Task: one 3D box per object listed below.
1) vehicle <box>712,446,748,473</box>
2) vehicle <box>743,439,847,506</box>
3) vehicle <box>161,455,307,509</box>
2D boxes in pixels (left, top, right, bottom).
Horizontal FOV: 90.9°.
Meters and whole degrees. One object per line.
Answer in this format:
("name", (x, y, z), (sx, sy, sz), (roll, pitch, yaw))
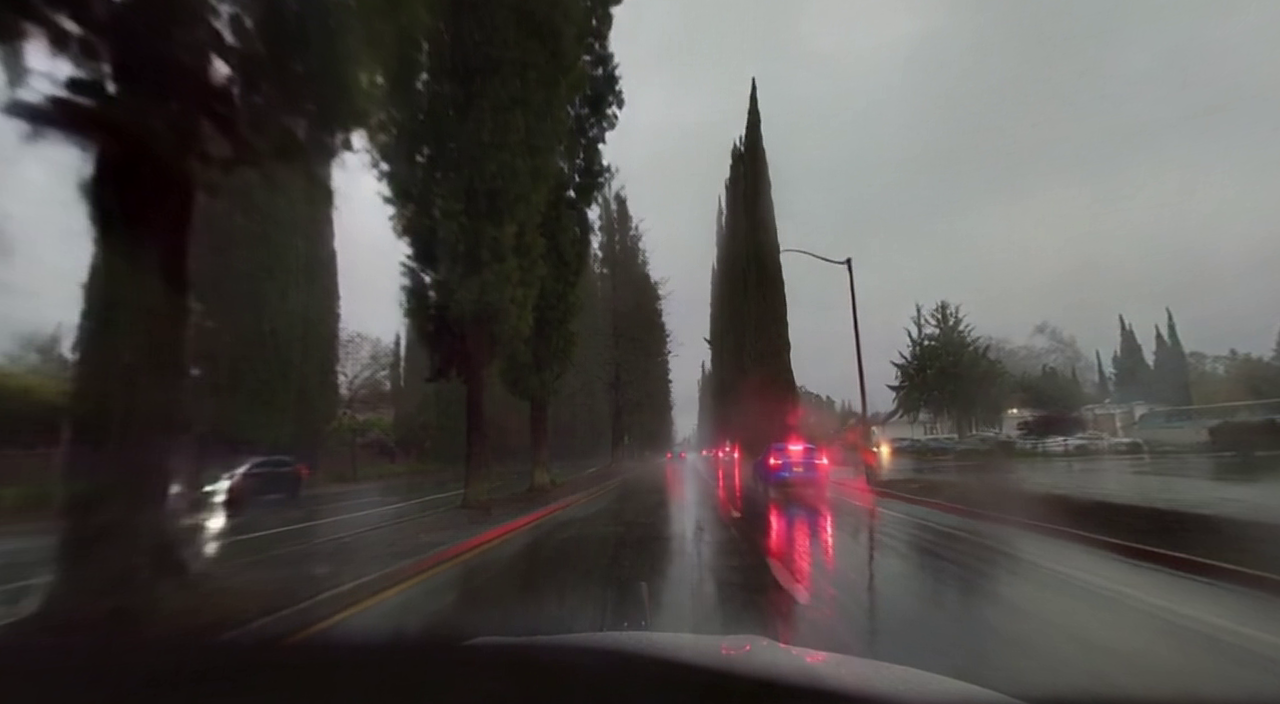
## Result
("vehicle", (6.047, 7.261, 42.789), (2.110, 1.666, 3.912), (-1, -8, 4))
("vehicle", (4.190, 3.293, 17.776), (2.052, 1.639, 4.123), (-1, -8, 3))
("vehicle", (-13.437, 4.291, 21.227), (1.874, 1.521, 4.244), (-1, -8, 4))
